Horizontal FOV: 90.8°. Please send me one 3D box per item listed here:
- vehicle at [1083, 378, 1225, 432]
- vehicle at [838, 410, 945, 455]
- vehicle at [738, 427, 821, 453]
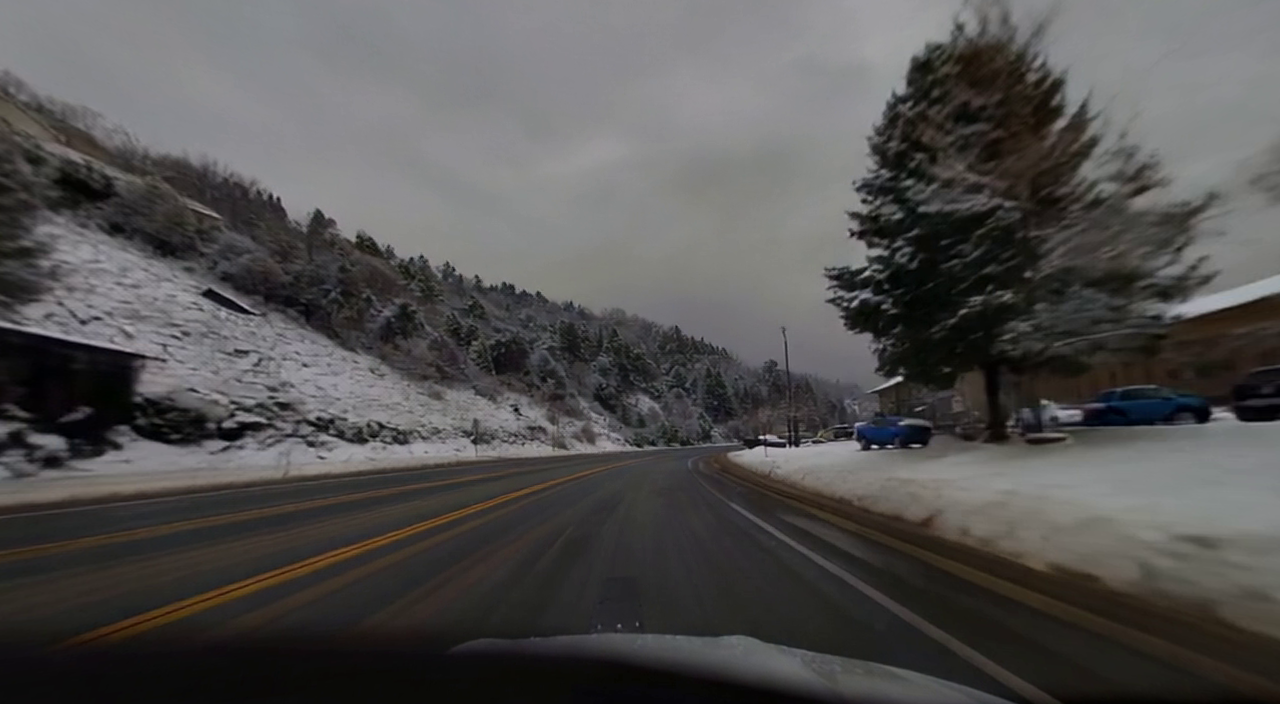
[{"bbox_3d":[20.324,2.208,25.289,1.933,1.770,4.325,-3,-9,0],"label":"vehicle"},{"bbox_3d":[9.706,3.237,24.901,2.103,1.447,4.727,-4,-9,-2],"label":"vehicle"},{"bbox_3d":[10.615,6.857,48.763,2.216,1.887,6.388,6,-11,-34],"label":"vehicle"}]
